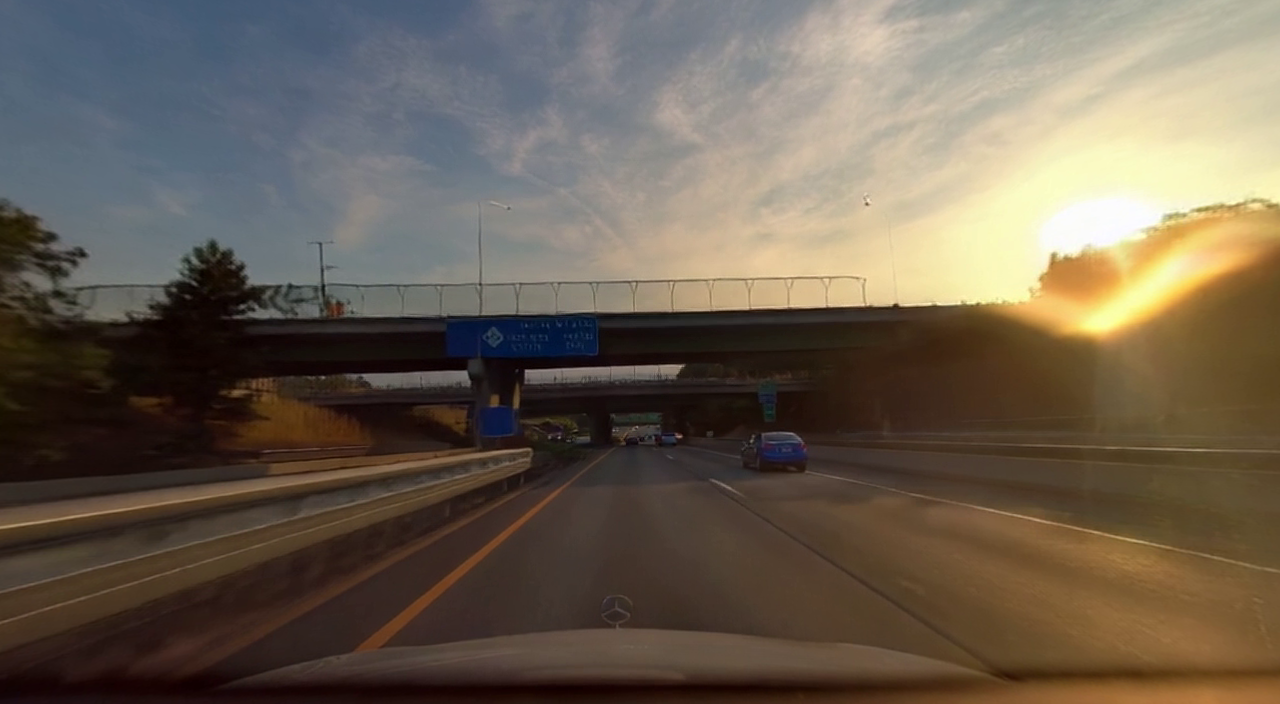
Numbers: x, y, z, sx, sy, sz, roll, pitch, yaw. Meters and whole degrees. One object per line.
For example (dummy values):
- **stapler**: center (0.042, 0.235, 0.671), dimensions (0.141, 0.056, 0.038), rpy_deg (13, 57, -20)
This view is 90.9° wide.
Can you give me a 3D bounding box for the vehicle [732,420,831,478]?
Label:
- **vehicle**: center (4.359, 3.063, 20.132), dimensions (2.073, 1.651, 4.065), rpy_deg (0, -8, -2)
